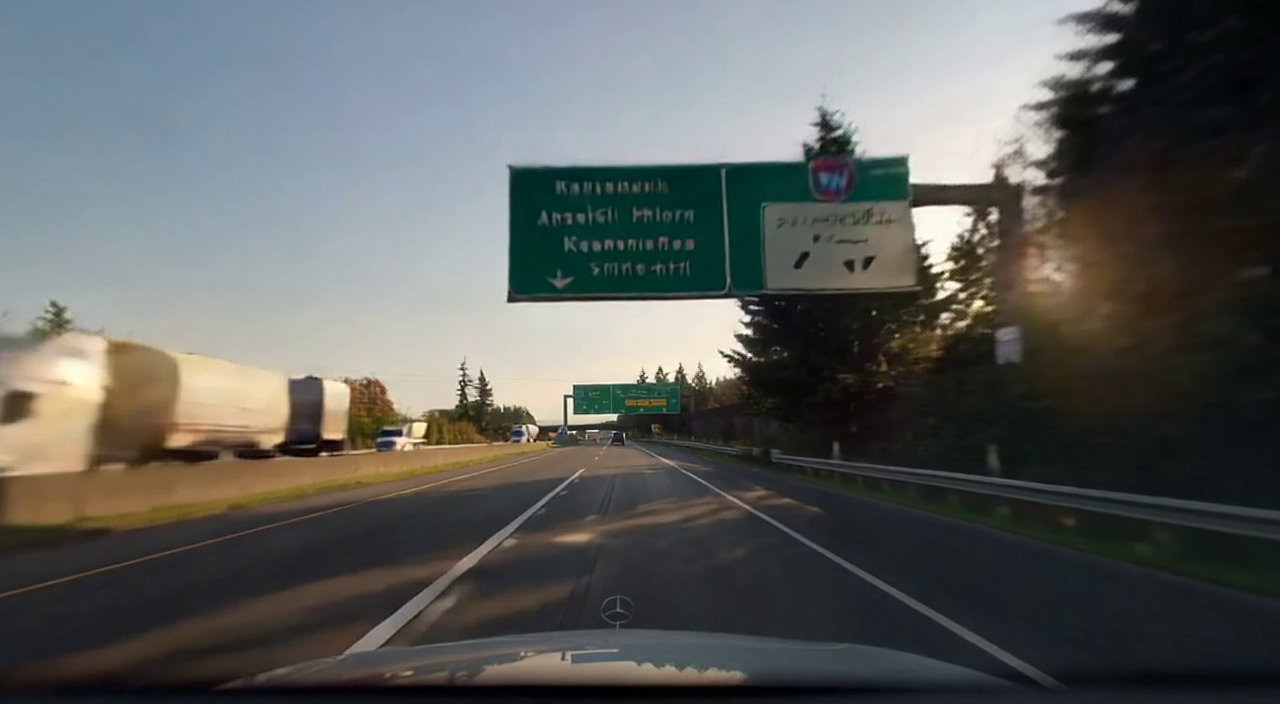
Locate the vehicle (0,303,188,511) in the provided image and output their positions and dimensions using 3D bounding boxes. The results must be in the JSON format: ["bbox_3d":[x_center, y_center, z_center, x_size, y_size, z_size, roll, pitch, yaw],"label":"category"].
[{"bbox_3d":[-13.428,1.264,13.524,2.967,3.842,5.829,0,-8,0],"label":"vehicle"}]
